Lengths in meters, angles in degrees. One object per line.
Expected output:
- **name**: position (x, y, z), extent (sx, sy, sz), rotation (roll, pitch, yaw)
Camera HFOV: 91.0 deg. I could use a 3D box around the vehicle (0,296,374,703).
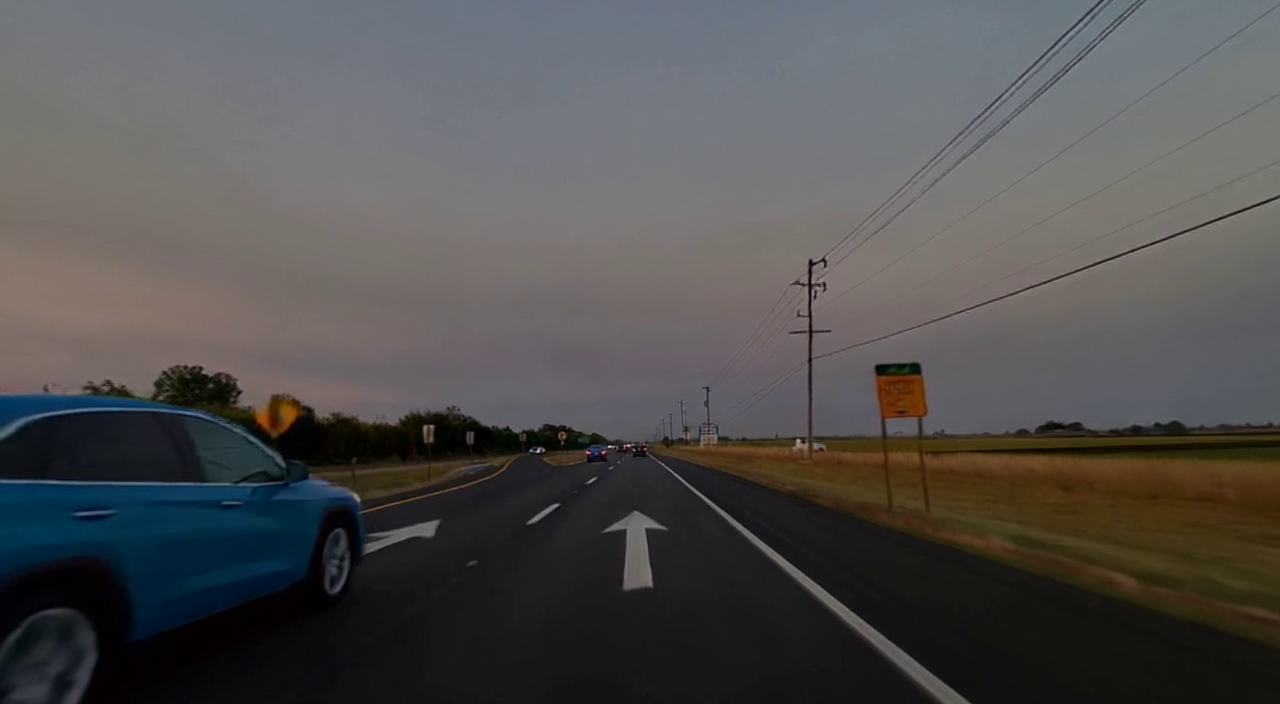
- **vehicle**: position (-3.551, 0.896, 3.458), extent (2.173, 1.863, 4.786), rotation (0, -9, -2)
